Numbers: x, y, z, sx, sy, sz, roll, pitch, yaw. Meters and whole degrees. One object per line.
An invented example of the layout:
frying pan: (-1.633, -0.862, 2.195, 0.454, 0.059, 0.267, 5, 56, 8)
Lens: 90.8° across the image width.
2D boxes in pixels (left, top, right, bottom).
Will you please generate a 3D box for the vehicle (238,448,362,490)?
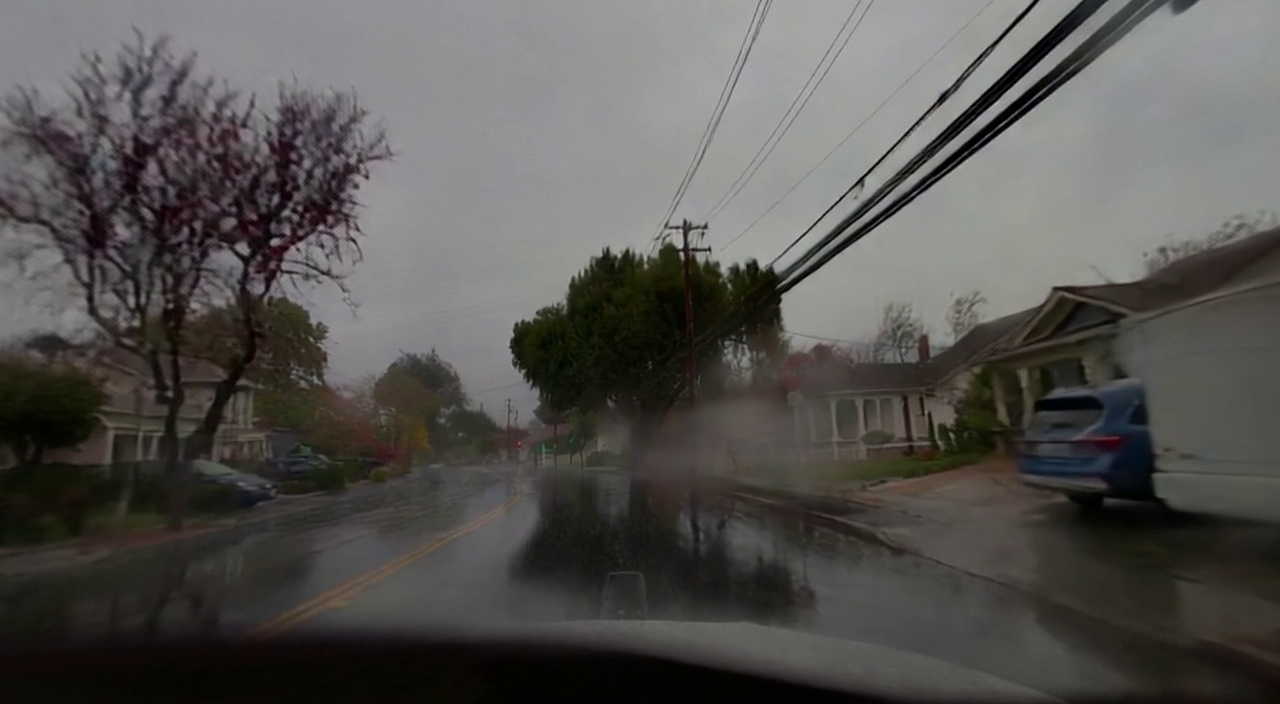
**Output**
vehicle: (-15.204, 5.246, 28.435, 4.321, 1.772, 2.161, 0, -8, 1)

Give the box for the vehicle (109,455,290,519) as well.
vehicle: (-12.223, 3.730, 17.989, 2.390, 1.431, 4.253, 0, -8, -6)

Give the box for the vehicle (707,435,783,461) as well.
vehicle: (6.750, 6.233, 40.918, 4.566, 1.623, 1.906, 0, -8, -1)

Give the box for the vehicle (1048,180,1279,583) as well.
vehicle: (8.284, 0.121, 5.909, 7.115, 3.010, 2.378, -4, -8, -4)
